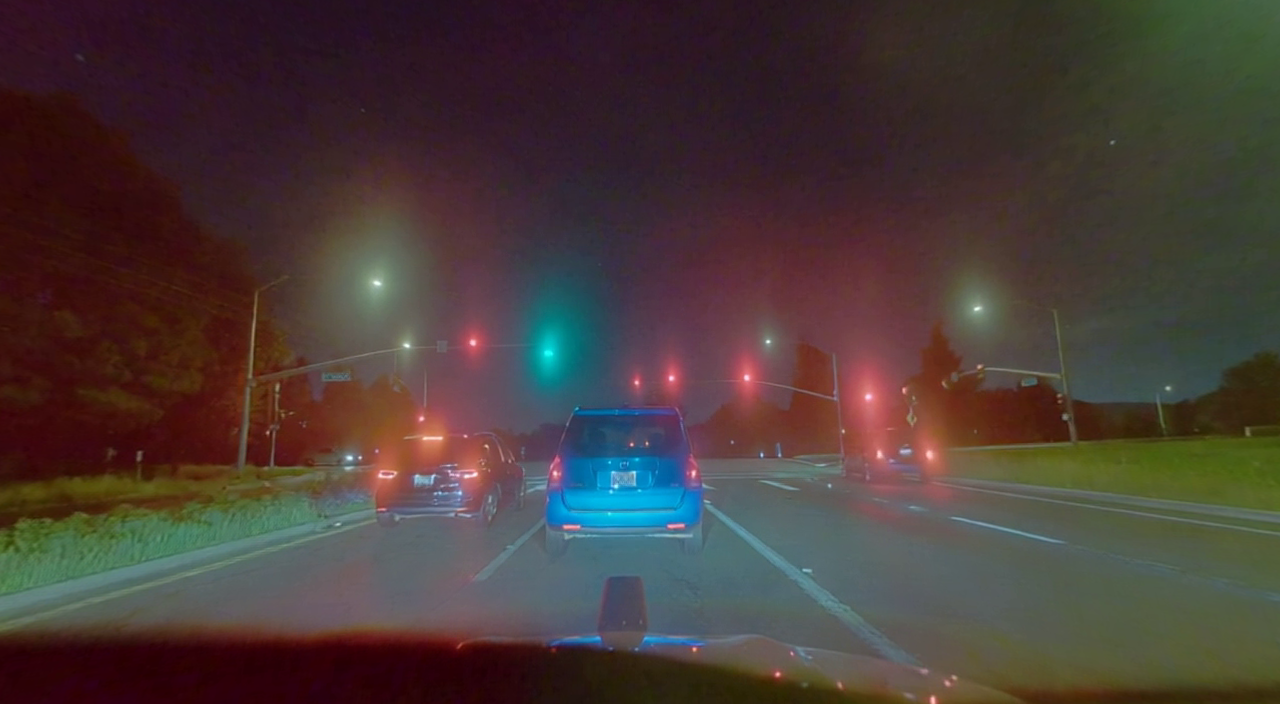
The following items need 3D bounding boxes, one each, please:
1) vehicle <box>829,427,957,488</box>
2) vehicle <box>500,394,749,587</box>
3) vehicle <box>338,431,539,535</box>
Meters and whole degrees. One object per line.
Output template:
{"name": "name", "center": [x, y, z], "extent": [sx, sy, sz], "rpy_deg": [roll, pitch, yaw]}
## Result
{"name": "vehicle", "center": [8.044, 3.404, 20.657], "extent": [2.166, 1.761, 4.692], "rpy_deg": [0, -8, -1]}
{"name": "vehicle", "center": [-0.143, 1.588, 7.985], "extent": [2.298, 1.770, 4.138], "rpy_deg": [0, -8, 0]}
{"name": "vehicle", "center": [-3.366, 2.299, 11.873], "extent": [2.061, 1.504, 5.142], "rpy_deg": [0, -8, 0]}
